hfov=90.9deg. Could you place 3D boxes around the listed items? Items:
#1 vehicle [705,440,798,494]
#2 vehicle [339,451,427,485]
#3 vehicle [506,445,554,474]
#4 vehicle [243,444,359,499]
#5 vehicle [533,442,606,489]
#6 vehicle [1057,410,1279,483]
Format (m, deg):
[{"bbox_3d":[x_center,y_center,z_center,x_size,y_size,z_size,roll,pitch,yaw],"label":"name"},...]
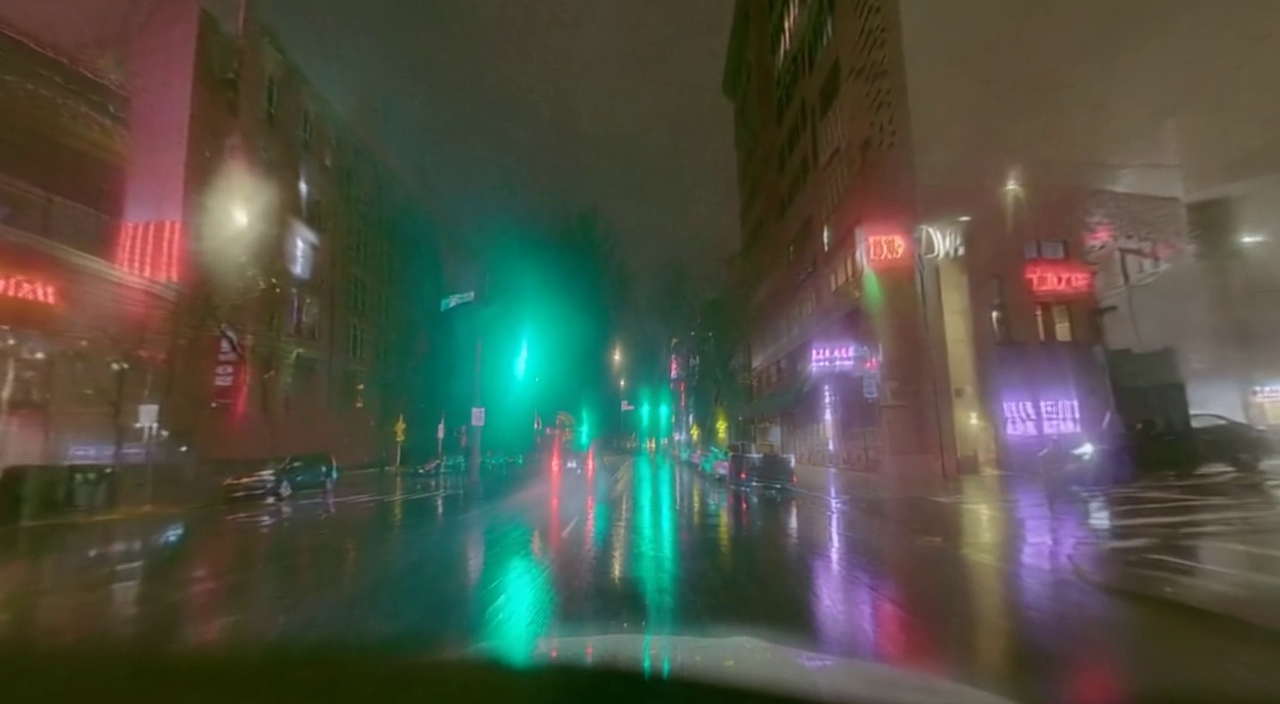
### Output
[{"bbox_3d":[3.305,3.509,19.707,1.950,1.462,4.807,0,-8,-1],"label":"vehicle"},{"bbox_3d":[-12.427,5.551,30.407,4.305,1.463,2.020,-7,-11,39],"label":"vehicle"},{"bbox_3d":[-7.193,7.079,41.674,2.224,1.797,4.747,0,-8,1],"label":"vehicle"},{"bbox_3d":[-12.333,4.233,22.799,4.737,1.741,2.092,-8,-11,41],"label":"vehicle"},{"bbox_3d":[-2.323,3.893,21.990,2.030,1.436,4.388,0,-8,0],"label":"vehicle"},{"bbox_3d":[13.666,2.335,15.915,4.843,1.527,2.088,-2,-7,-5],"label":"vehicle"}]
